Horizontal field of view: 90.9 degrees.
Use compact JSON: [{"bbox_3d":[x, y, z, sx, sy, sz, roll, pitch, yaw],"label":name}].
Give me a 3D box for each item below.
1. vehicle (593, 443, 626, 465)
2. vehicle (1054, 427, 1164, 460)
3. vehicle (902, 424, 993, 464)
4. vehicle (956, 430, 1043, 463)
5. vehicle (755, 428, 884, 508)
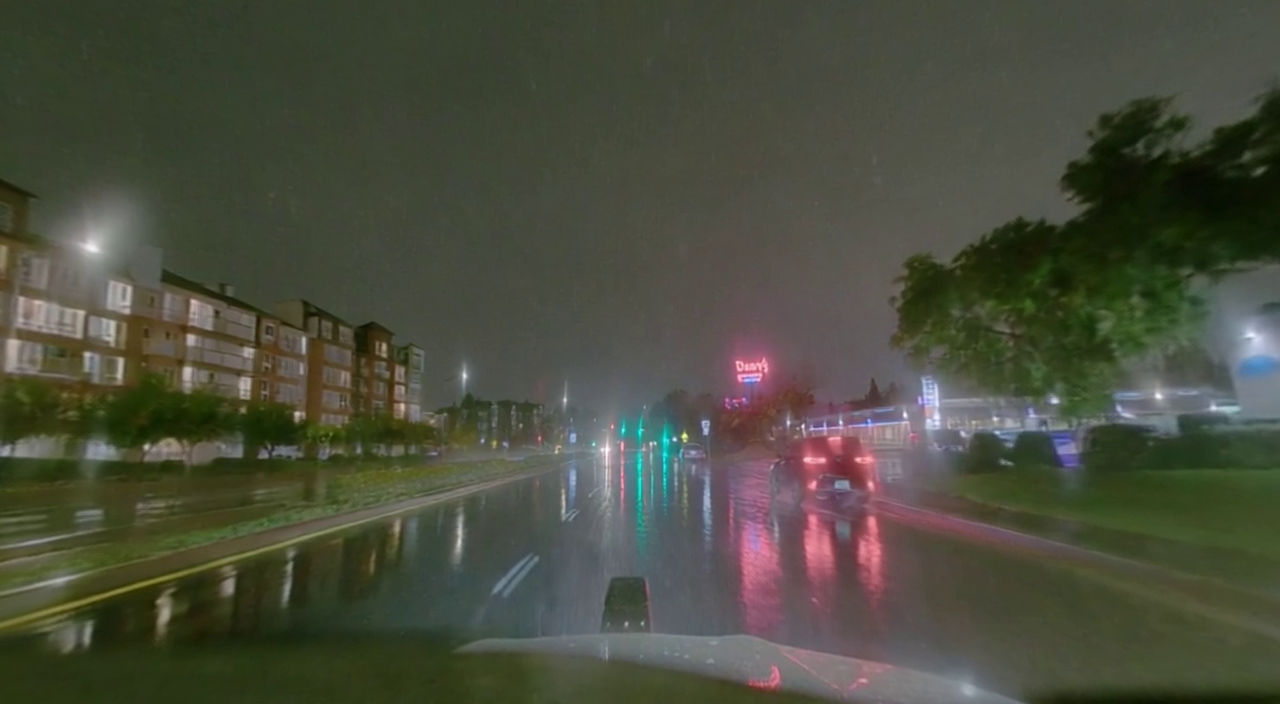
[{"bbox_3d":[-2.235,7.626,47.429,2.176,1.543,4.335,0,-8,1],"label":"vehicle"},{"bbox_3d":[23.054,4.552,31.261,1.940,1.510,4.595,0,-8,0],"label":"vehicle"},{"bbox_3d":[14.973,4.544,31.081,2.202,1.822,4.978,-1,-8,3],"label":"vehicle"},{"bbox_3d":[17.752,4.696,31.374,1.953,1.488,4.129,0,-8,1],"label":"vehicle"},{"bbox_3d":[4.435,2.933,16.438,2.067,1.755,4.616,0,-8,1],"label":"vehicle"}]
